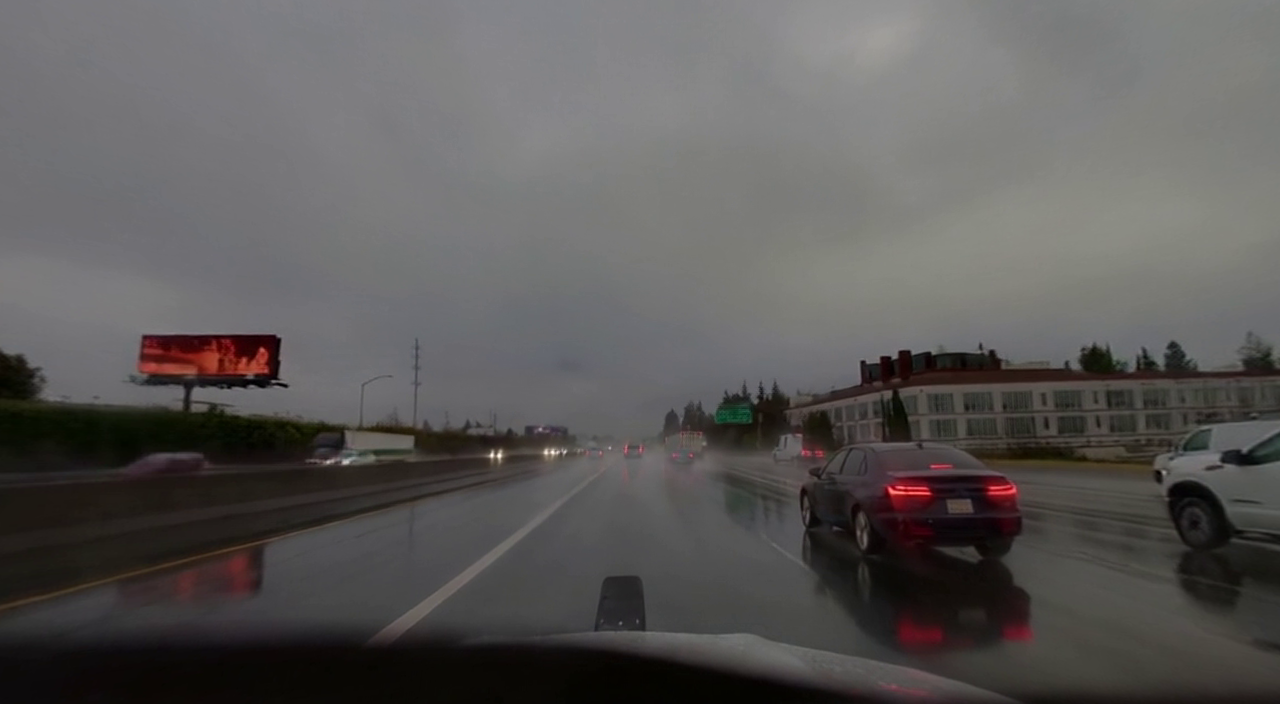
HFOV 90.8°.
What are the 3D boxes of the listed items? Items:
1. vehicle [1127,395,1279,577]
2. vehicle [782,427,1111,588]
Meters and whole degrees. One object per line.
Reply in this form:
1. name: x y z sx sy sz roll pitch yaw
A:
1. vehicle: 7.461 1.229 5.686 2.176 1.793 4.841 0 -9 -1
2. vehicle: 3.445 1.848 8.342 1.987 1.509 4.512 0 -9 -1
